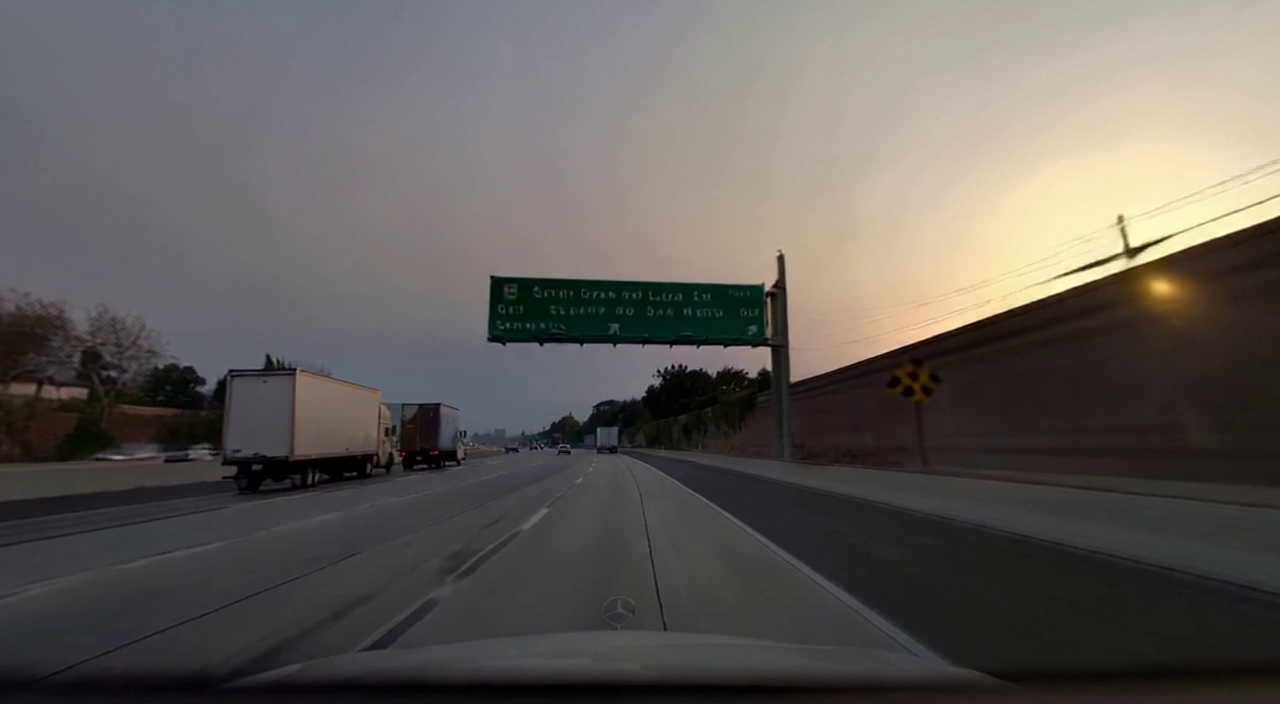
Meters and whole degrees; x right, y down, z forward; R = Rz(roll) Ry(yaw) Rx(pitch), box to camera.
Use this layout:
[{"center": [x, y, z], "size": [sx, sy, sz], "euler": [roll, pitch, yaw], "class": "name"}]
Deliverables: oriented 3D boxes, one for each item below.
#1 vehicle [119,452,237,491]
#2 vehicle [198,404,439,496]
[{"center": [-19.789, 5.101, 27.417], "size": [1.842, 1.452, 4.612], "euler": [0, -8, -3], "class": "vehicle"}, {"center": [-11.775, 3.948, 25.954], "size": [3.270, 2.674, 14.547], "euler": [0, -8, -4], "class": "vehicle"}]
